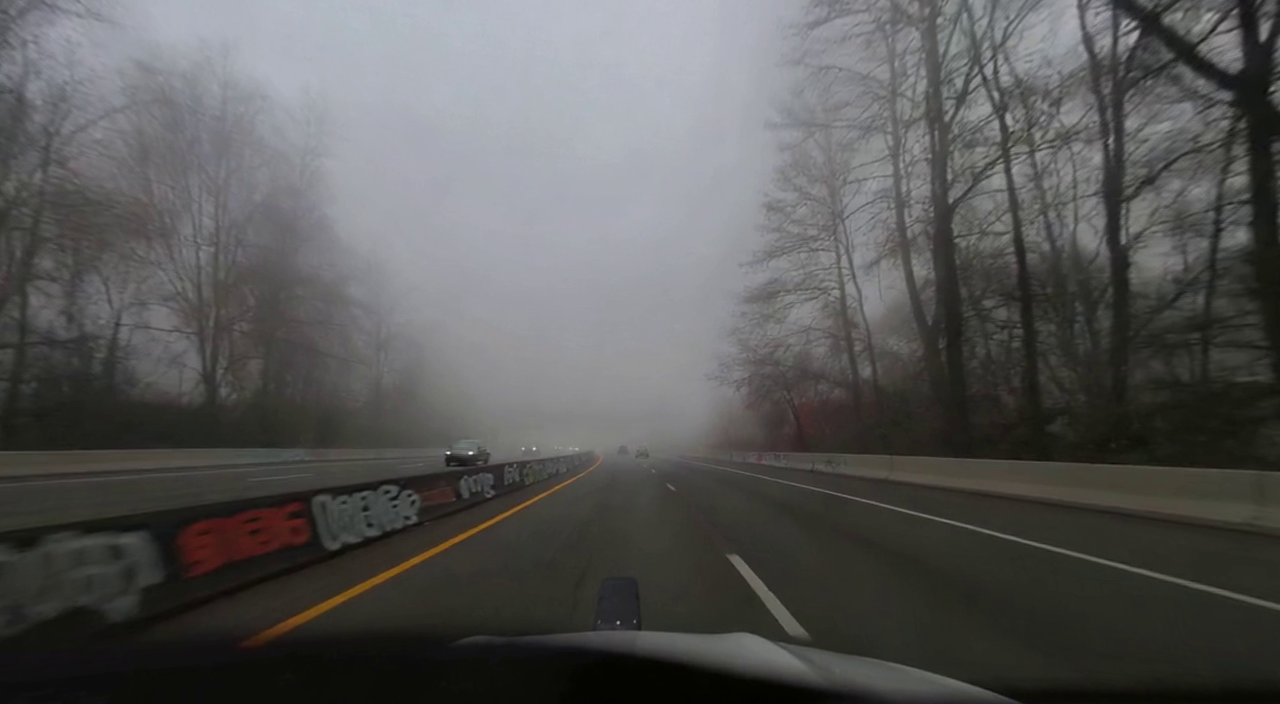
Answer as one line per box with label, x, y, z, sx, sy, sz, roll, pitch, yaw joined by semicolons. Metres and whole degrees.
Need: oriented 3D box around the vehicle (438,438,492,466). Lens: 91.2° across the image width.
vehicle;-10.063;5.793;36.358;1.910;1.528;4.245;0;-9;-1
